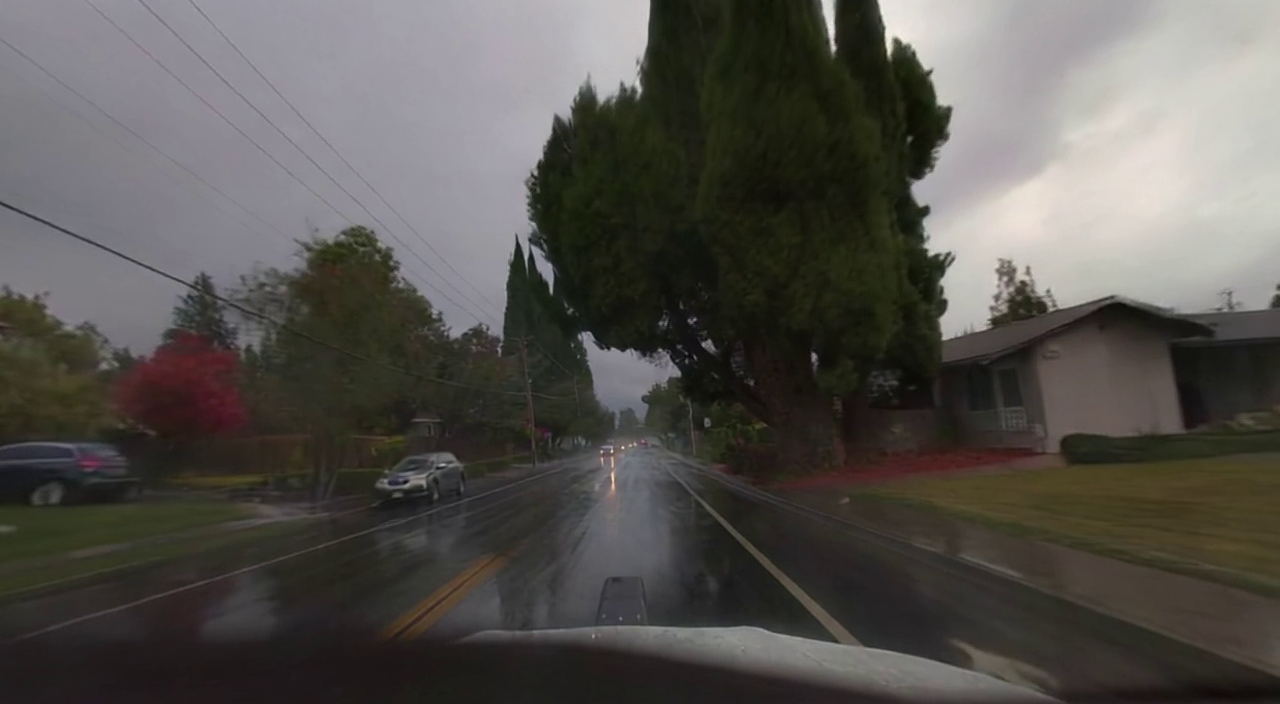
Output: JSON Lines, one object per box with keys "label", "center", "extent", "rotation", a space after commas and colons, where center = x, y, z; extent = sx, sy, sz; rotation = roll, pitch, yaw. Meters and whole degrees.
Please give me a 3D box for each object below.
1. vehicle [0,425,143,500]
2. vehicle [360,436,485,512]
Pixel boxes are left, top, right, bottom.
{"label": "vehicle", "center": [-15.661, 2.767, 16.002], "extent": [4.735, 1.712, 1.992], "rotation": [-2, -9, 9]}
{"label": "vehicle", "center": [-6.592, 3.734, 19.834], "extent": [2.176, 1.885, 5.174], "rotation": [-4, -9, -2]}
